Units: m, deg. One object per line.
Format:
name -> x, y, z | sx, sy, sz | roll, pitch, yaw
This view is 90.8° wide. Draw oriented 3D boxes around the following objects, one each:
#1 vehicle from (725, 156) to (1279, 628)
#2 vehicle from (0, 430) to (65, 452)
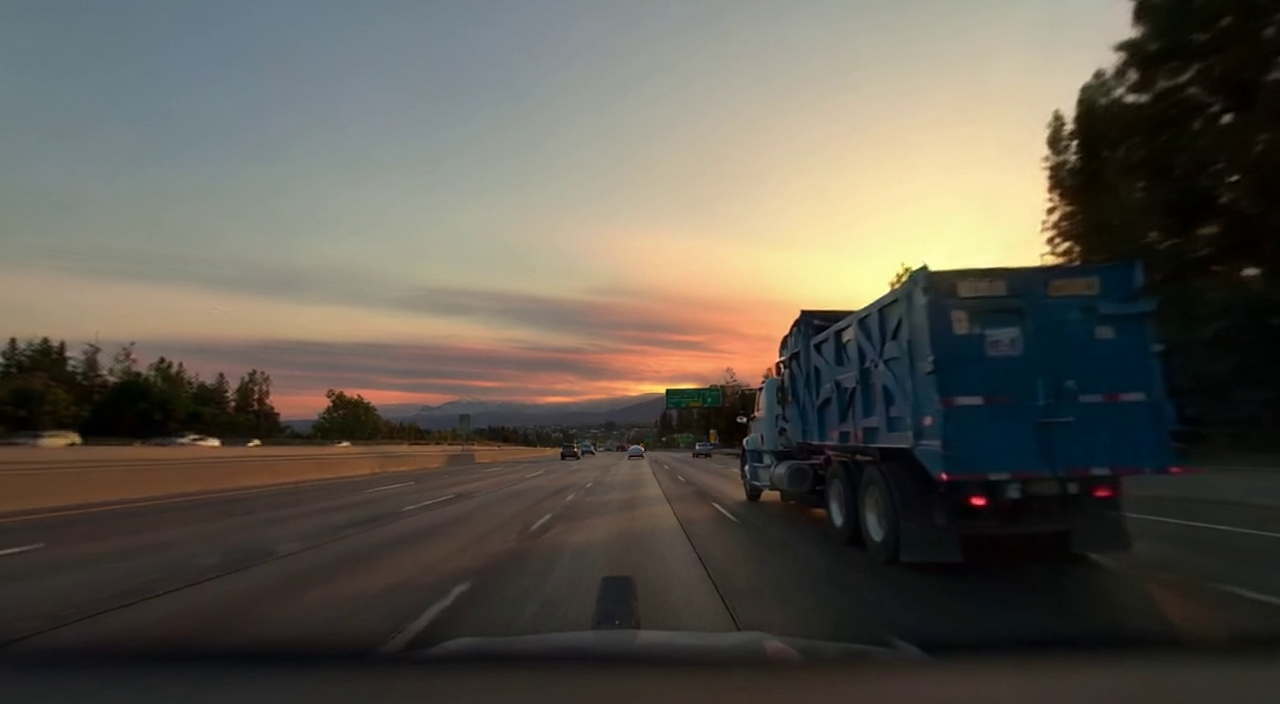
vehicle -> 3.636, 0.992, 10.027 | 2.966, 3.586, 10.563 | 0, -9, -1
vehicle -> -44.120, 6.388, 45.179 | 1.782, 1.493, 4.408 | 0, -9, -1
